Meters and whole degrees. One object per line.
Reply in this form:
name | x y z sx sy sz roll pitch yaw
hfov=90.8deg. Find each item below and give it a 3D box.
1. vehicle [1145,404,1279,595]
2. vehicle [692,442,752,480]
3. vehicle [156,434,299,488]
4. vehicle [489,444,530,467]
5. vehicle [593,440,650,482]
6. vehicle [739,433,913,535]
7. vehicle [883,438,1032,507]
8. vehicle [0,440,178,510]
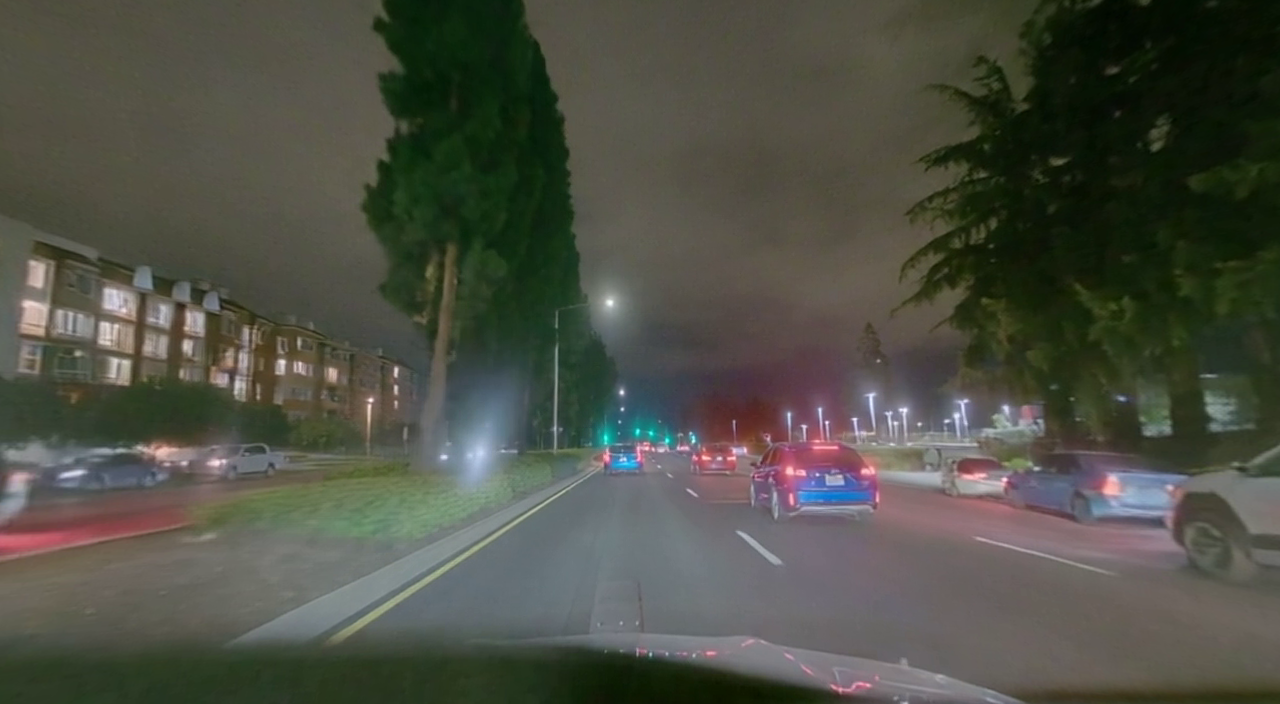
vehicle | 7.134 1.201 4.728 2.224 1.772 5.325 0 -9 -1
vehicle | 3.352 4.530 26.615 1.908 1.453 4.230 0 -9 -1
vehicle | -15.968 4.236 24.927 2.108 1.876 5.260 0 -9 0
vehicle | -9.040 7.199 43.978 1.943 1.483 4.439 0 -9 -1
vehicle | -0.659 4.154 24.345 1.994 1.479 3.647 0 -9 0
vehicle | 3.080 2.262 11.376 1.852 1.498 3.825 0 -9 -2
vehicle | 8.247 3.147 17.013 2.127 1.546 4.828 -1 -9 9
vehicle | -16.152 3.318 17.635 2.115 1.621 5.840 0 -9 0
